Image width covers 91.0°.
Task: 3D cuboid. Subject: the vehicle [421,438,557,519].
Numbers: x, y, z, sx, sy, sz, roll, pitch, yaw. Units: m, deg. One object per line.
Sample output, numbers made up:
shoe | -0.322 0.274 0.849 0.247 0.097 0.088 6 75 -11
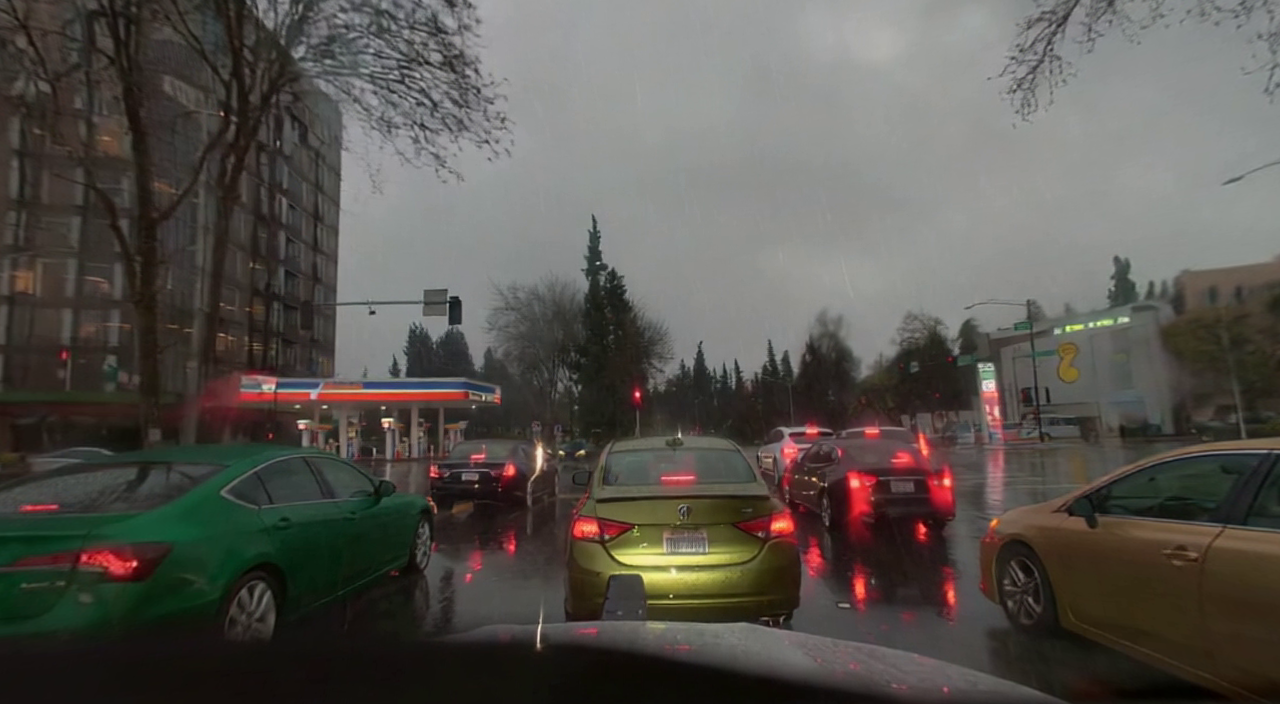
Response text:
vehicle | -3.053 2.647 13.737 1.867 1.474 4.237 0 -9 1

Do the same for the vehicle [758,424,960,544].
vehicle | 3.408 2.133 10.794 1.947 1.630 4.127 0 -9 0

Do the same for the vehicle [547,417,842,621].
vehicle | 0.350 1.582 6.972 2.220 1.507 4.317 0 -9 -2

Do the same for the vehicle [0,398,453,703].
vehicle | -3.002 1.255 4.630 1.887 1.493 4.255 0 -9 1

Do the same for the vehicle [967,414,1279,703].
vehicle | 4.192 1.130 3.612 1.950 1.497 4.686 0 -9 -3
